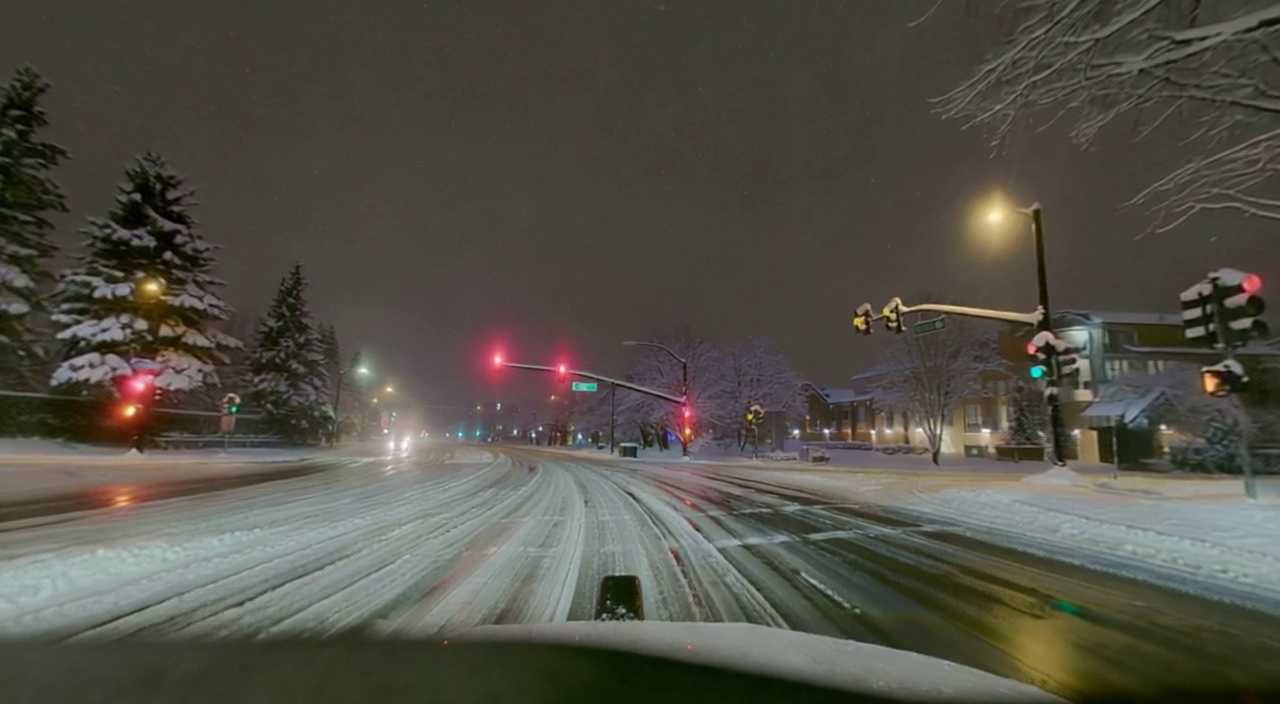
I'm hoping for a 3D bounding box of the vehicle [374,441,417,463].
[{"bbox_3d":[-17.258,7.072,44.829,1.969,1.464,4.485,1,-9,-10],"label":"vehicle"}]
